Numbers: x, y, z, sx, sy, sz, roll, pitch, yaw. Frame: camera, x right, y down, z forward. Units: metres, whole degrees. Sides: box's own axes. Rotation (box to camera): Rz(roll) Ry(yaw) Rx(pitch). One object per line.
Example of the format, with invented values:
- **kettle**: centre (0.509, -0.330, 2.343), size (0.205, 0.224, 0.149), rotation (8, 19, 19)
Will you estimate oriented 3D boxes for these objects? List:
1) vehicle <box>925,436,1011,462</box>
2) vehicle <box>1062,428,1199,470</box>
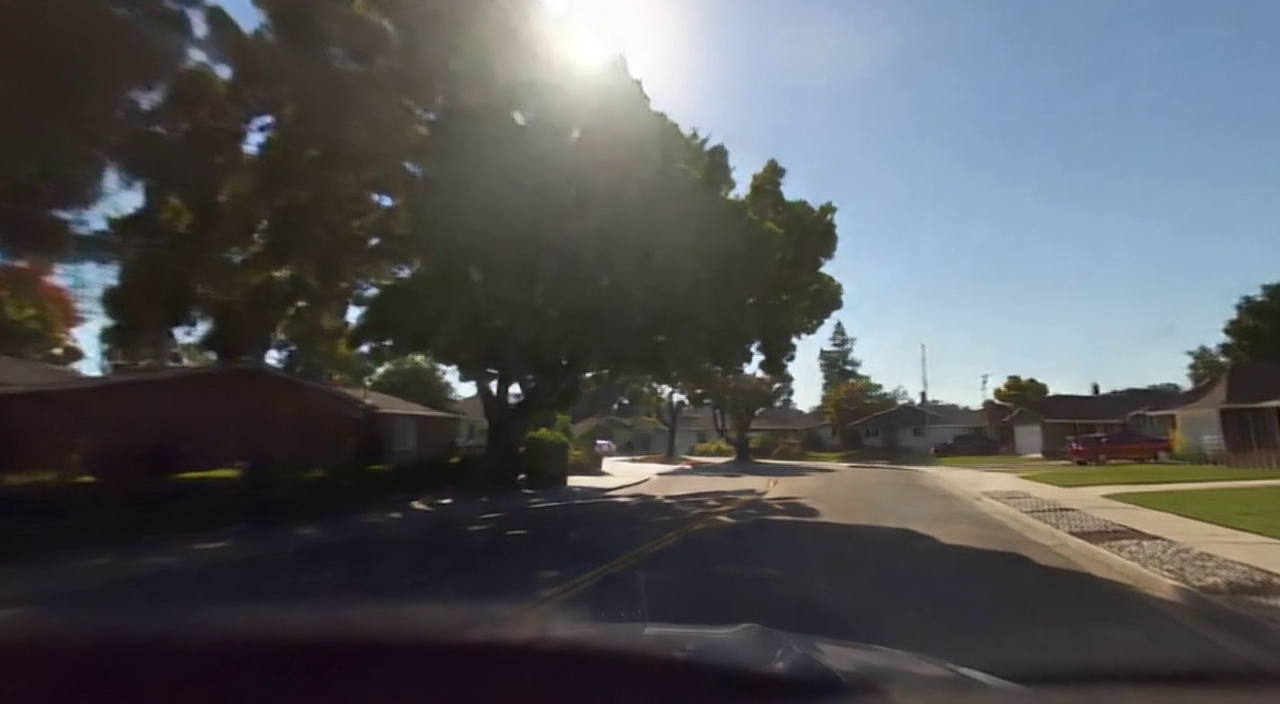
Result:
- **vehicle**: centre (22.640, 6.689, 43.678), size (4.799, 1.451, 2.144), rotation (-1, -8, -11)
- **vehicle**: centre (22.045, 4.416, 28.606), size (4.327, 1.573, 1.967), rotation (-7, -11, 19)
